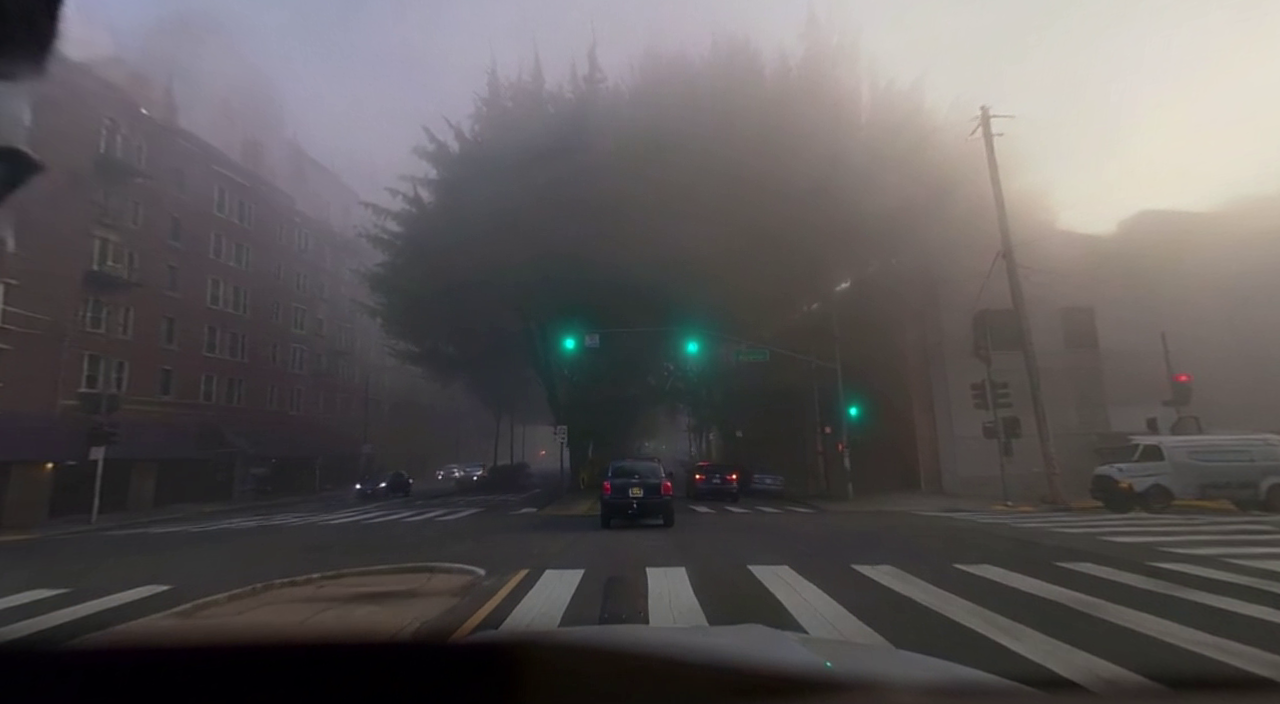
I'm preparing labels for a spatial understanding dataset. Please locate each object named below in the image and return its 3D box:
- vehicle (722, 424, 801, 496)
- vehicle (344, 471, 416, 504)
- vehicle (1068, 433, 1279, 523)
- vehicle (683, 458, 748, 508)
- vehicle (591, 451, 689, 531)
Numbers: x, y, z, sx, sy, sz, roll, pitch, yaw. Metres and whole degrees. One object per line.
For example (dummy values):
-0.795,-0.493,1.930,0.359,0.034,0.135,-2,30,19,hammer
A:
6.236,5.642,33.453,2.803,3.401,6.688,0,-9,0,vehicle
-14.285,7.466,34.980,2.043,1.526,4.617,0,-9,-1,vehicle
13.926,3.016,15.428,5.156,2.005,2.122,-1,-9,7,vehicle
2.920,5.159,25.323,1.939,1.746,4.091,0,-9,-2,vehicle
0.001,3.489,16.432,2.209,1.748,4.130,0,-9,0,vehicle
